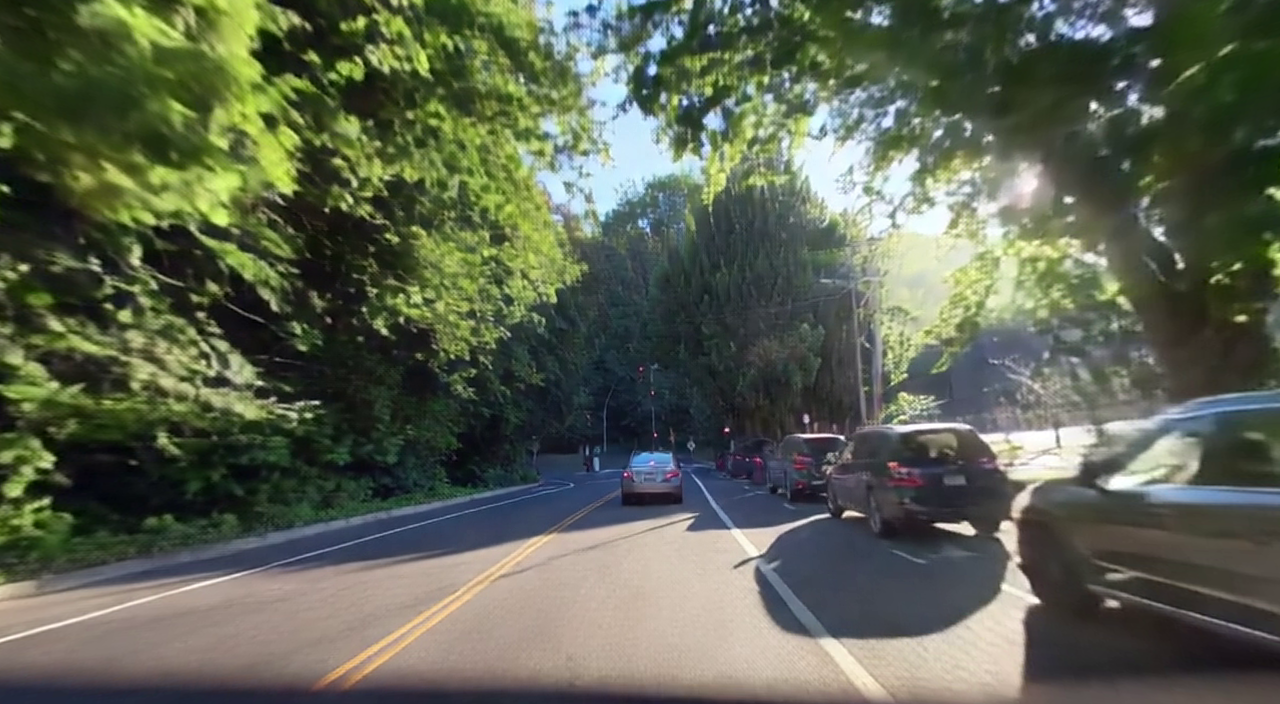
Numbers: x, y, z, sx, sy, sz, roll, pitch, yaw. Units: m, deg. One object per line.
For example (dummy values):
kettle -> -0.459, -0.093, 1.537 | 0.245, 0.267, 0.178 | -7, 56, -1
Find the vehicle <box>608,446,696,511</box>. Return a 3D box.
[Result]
vehicle -> 0.335, 3.317, 17.043 | 2.078, 1.521, 4.058 | 0, -9, 2

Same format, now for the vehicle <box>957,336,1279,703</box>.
vehicle -> 3.932, 0.915, 3.337 | 2.066, 1.804, 4.751 | 0, -9, 1

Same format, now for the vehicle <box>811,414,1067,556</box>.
vehicle -> 4.337, 2.007, 10.163 | 1.969, 1.738, 4.515 | 0, -9, 1
